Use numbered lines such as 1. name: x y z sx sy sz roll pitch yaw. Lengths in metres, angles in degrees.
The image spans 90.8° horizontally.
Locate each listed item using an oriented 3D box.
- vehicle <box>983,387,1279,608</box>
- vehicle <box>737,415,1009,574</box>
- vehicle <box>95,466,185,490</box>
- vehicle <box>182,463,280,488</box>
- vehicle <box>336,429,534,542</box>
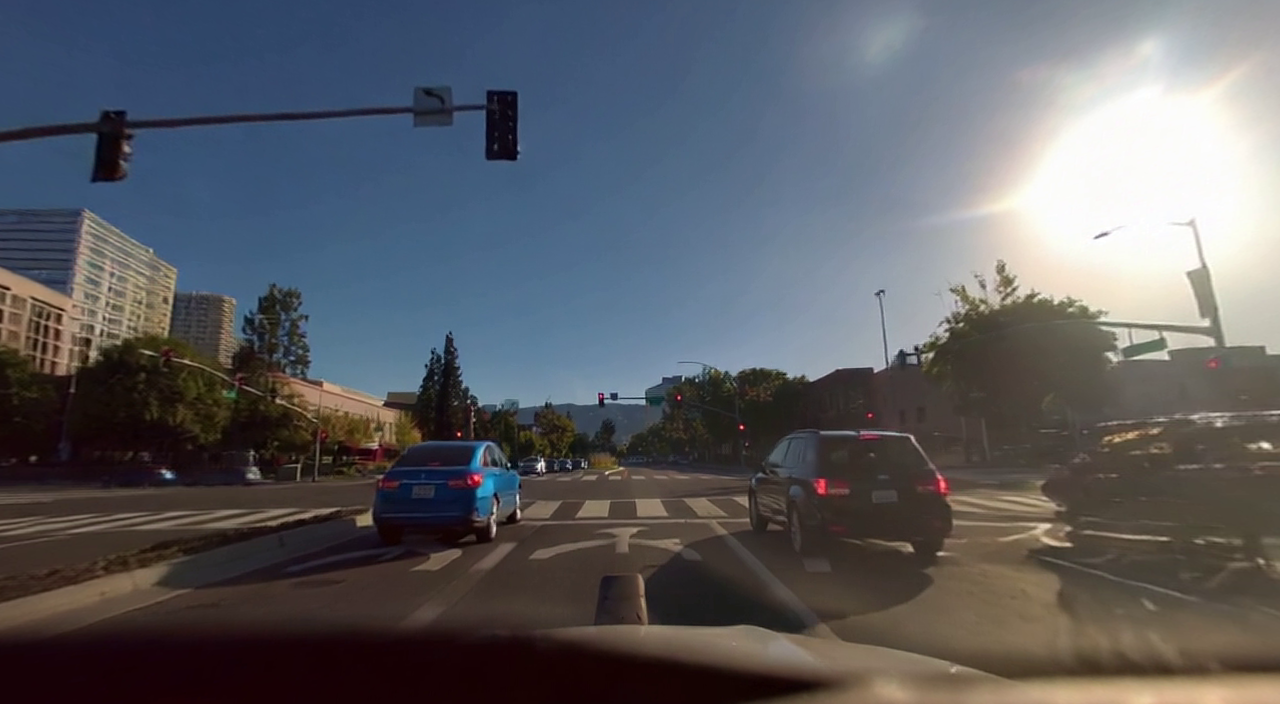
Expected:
1. vehicle: 6.312 1.506 7.233 2.109 1.809 4.528 0 -9 -1
2. vehicle: 2.837 1.859 9.047 2.099 1.671 4.491 0 -9 -1
3. vehicle: -33.789 8.518 42.771 4.461 1.469 1.788 0 -9 -2
4. vehicle: -25.802 7.780 39.962 4.825 1.483 1.817 0 -9 -3
5. vehicle: -3.099 2.102 10.503 1.969 1.513 3.773 0 -9 1
